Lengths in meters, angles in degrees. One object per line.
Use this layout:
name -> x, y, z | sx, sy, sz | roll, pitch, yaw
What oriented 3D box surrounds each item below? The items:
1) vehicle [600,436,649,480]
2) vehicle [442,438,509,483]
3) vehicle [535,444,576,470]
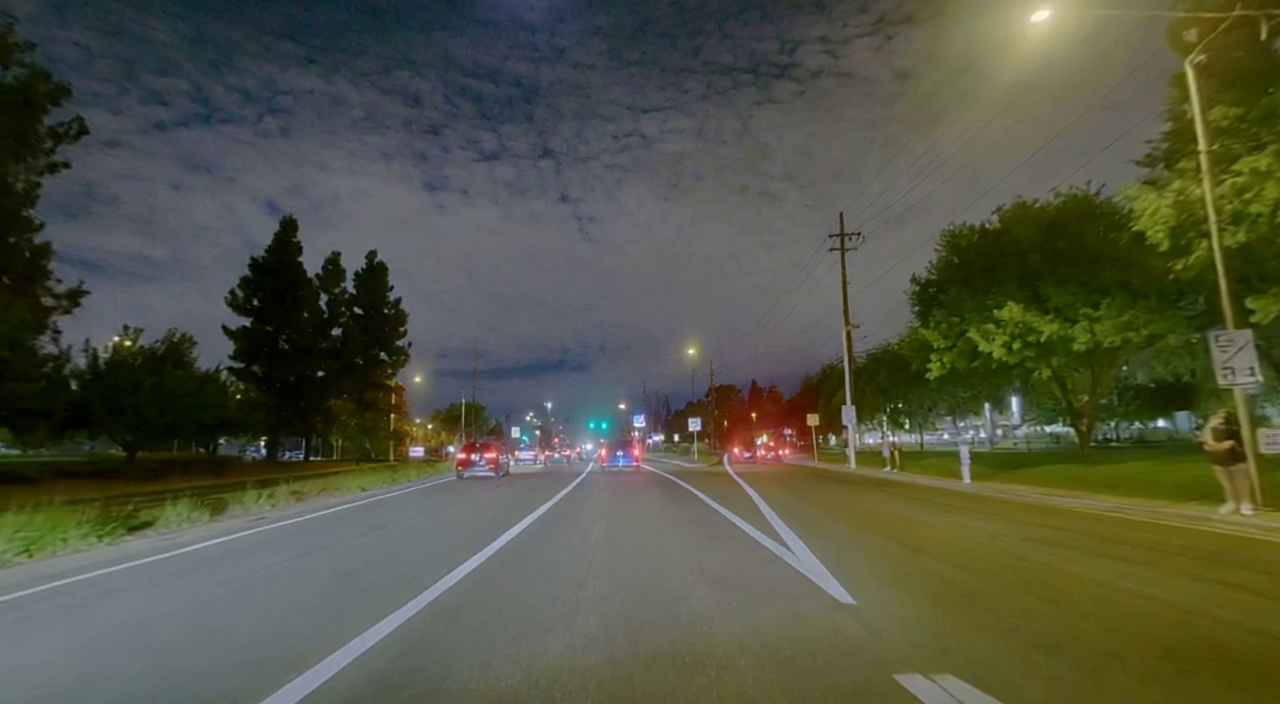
vehicle -> -0.737, 4.651, 27.981 | 2.012, 1.769, 3.897 | 0, -8, -3
vehicle -> -6.504, 4.320, 25.445 | 1.860, 1.634, 4.089 | 1, -9, -4
vehicle -> -5.082, 6.343, 38.381 | 2.087, 1.485, 4.452 | 0, -8, -3
